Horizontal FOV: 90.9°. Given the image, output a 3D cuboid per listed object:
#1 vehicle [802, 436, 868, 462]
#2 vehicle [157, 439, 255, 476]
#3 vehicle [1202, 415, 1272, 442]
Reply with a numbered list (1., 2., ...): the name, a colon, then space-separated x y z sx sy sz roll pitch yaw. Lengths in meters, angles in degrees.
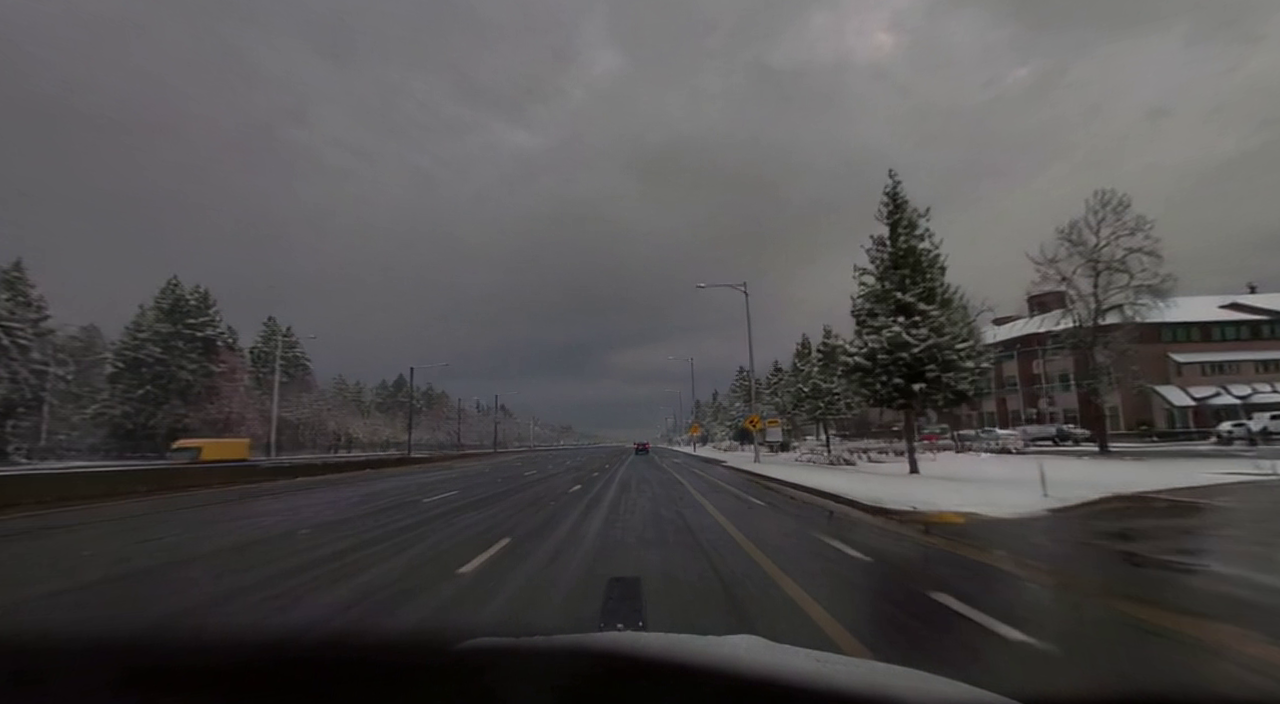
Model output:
1. vehicle: 14.947 7.442 48.473 4.388 1.446 1.808 -6 -7 1
2. vehicle: -32.099 7.785 46.993 2.514 2.485 6.584 0 -8 1
3. vehicle: 42.610 5.483 45.002 4.477 1.834 2.117 4 -9 -28
